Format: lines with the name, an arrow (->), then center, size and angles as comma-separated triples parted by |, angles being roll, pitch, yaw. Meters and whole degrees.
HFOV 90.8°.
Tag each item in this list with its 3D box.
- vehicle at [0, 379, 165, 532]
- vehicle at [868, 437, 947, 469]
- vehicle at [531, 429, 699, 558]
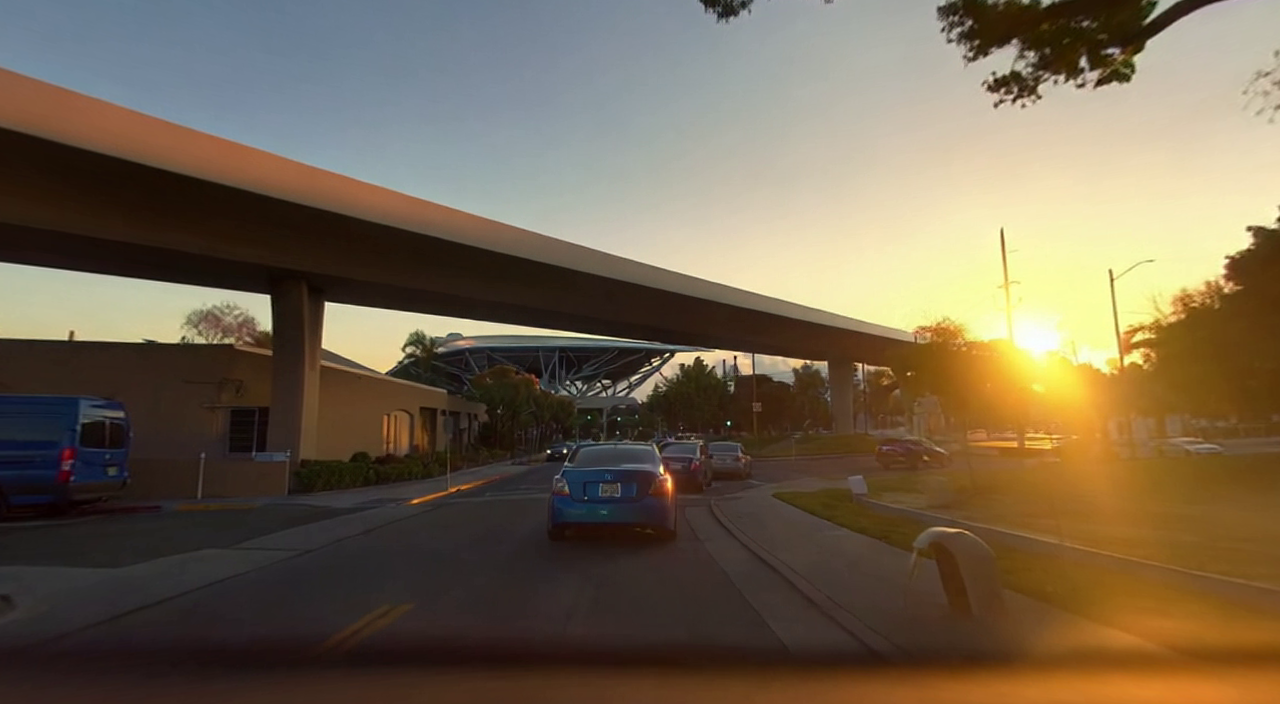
vehicle -> -13.517, 2.075, 12.909 | 5.356, 2.762, 2.644 | 0, -9, 1
vehicle -> 16.434, 6.179, 38.729 | 4.425, 1.828, 2.032 | 4, -10, -28
vehicle -> -0.235, 2.116, 10.258 | 2.087, 1.578, 4.652 | 0, -9, 2
